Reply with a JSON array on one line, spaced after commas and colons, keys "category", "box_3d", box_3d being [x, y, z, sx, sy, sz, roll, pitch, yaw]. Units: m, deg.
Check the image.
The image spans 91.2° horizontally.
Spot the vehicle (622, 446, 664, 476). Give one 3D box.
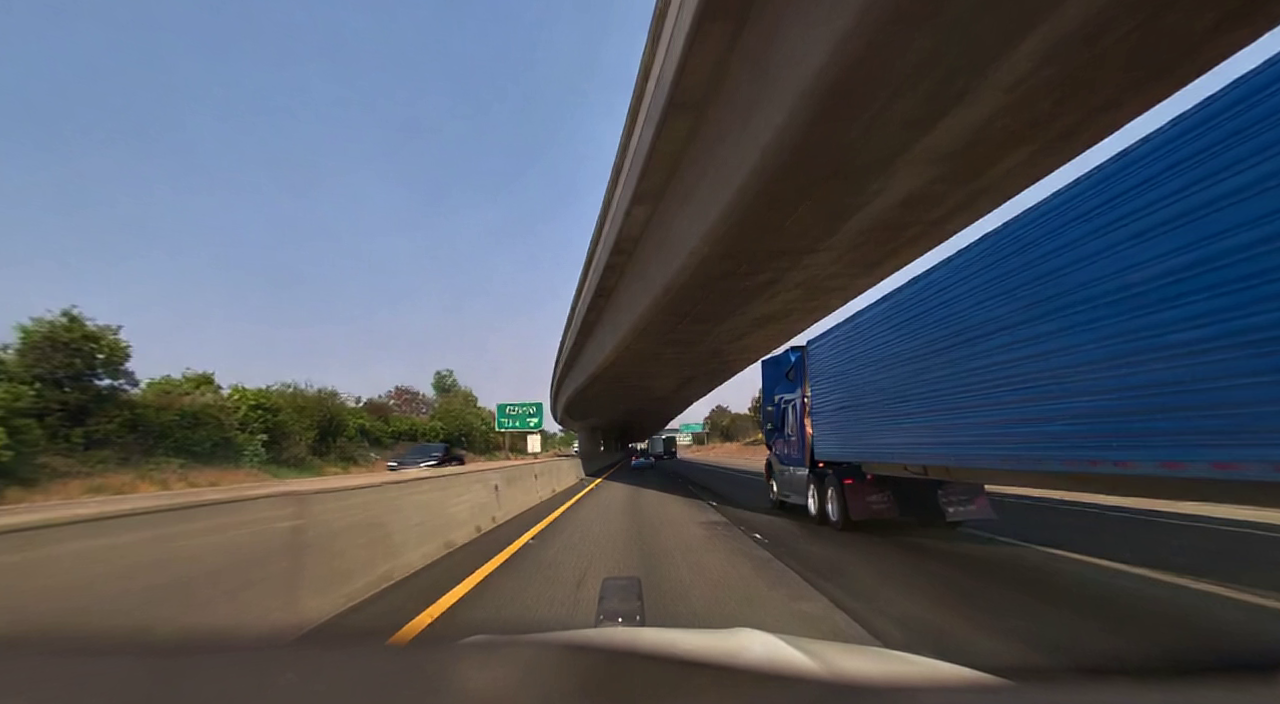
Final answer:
[{"category": "vehicle", "box_3d": [0.136, 5.825, 33.603, 2.083, 1.473, 3.923, 0, -9, 0]}]
